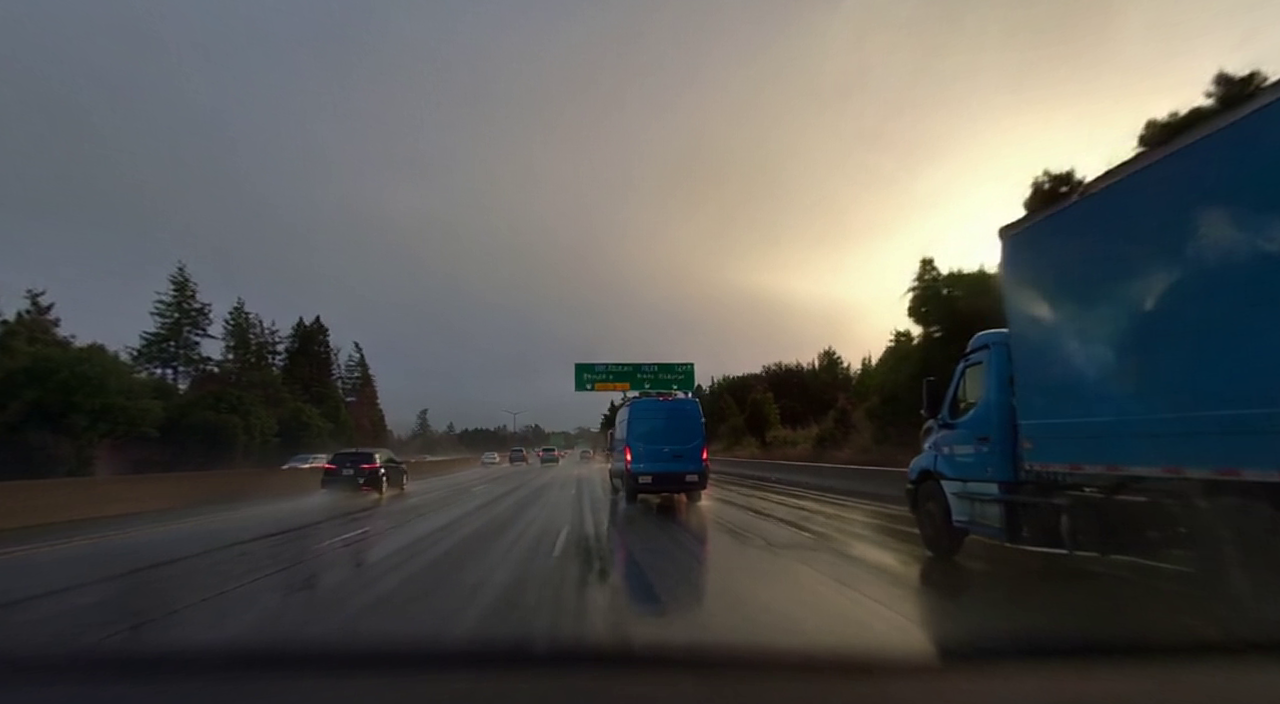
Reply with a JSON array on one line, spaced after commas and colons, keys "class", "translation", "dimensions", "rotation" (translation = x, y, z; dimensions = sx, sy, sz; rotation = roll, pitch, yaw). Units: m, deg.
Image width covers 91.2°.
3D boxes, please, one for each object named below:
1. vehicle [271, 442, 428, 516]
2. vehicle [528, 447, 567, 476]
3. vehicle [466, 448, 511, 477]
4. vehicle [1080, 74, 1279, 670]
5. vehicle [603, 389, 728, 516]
[{"class": "vehicle", "translation": [-6.776, 2.976, 15.248], "dimensions": [2.003, 1.498, 4.386], "rotation": [0, -9, -5]}, {"class": "vehicle", "translation": [-5.179, 6.175, 35.566], "dimensions": [2.002, 1.536, 4.021], "rotation": [1, -9, -6]}, {"class": "vehicle", "translation": [-8.411, 6.160, 35.145], "dimensions": [2.026, 1.506, 4.102], "rotation": [1, -9, -7]}, {"class": "vehicle", "translation": [5.454, -0.387, 0.553], "dimensions": [2.800, 3.507, 9.244], "rotation": [0, -9, -4]}, {"class": "vehicle", "translation": [0.365, 2.420, 15.307], "dimensions": [2.268, 2.551, 5.144], "rotation": [1, -9, -6]}]
